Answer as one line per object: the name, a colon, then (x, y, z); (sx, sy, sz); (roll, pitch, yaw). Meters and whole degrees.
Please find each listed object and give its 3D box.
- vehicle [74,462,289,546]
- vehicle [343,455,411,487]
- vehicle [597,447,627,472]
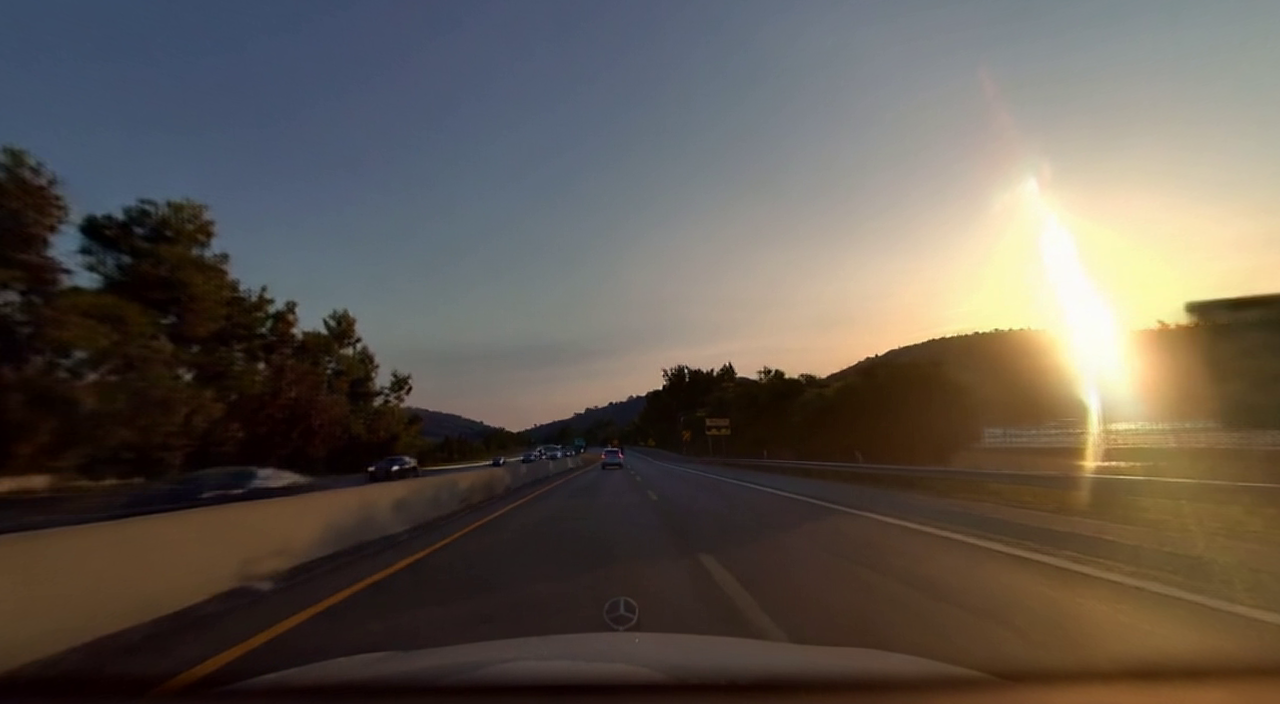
vehicle: (-9.811, 3.232, 13.890); (1.848, 1.454, 3.922); (0, -9, -2)
vehicle: (-15.159, 6.850, 36.390); (1.961, 1.621, 4.588); (0, -9, 0)
vehicle: (-2.046, 7.960, 46.584); (2.098, 1.692, 4.038); (0, -9, -2)
